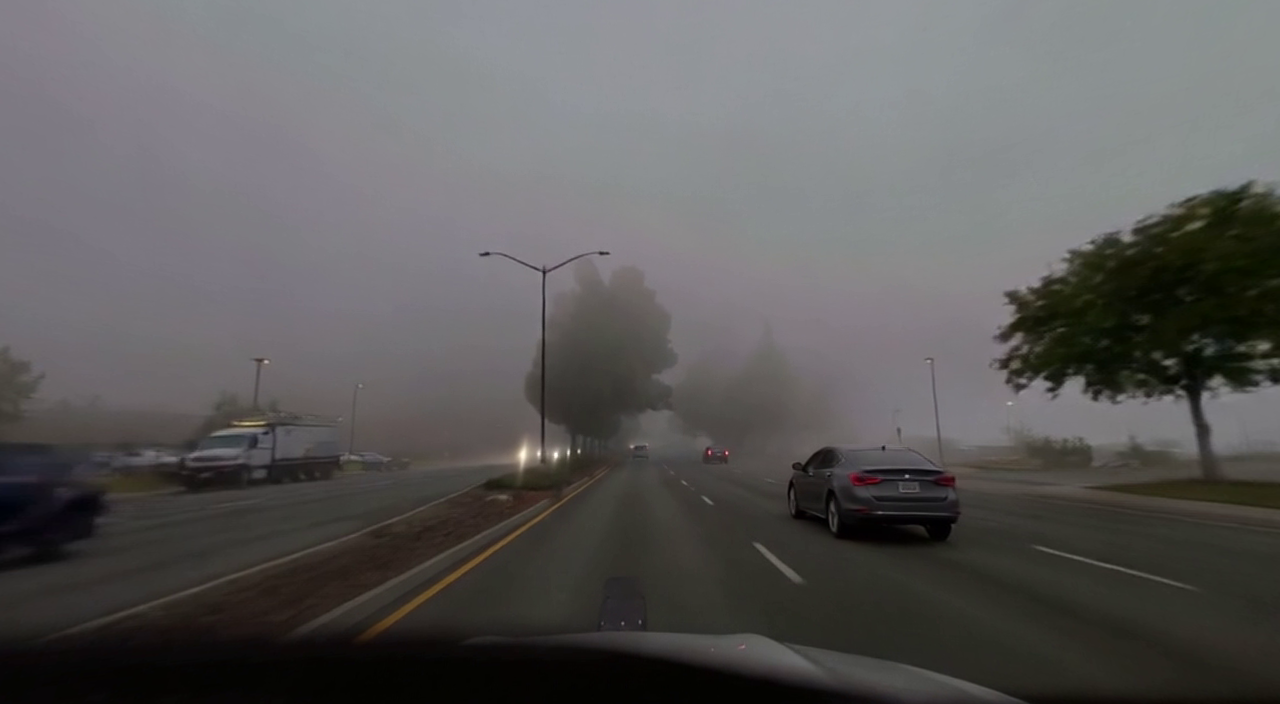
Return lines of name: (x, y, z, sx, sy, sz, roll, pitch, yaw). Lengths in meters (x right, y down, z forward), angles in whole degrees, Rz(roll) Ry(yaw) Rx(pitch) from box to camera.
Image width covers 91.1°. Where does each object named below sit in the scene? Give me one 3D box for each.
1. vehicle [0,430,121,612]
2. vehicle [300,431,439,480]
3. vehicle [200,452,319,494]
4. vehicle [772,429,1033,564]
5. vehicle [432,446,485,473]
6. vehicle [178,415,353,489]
vehicle: (-6.124, 1.212, 3.958, 1.923, 1.471, 4.646, 0, -9, -4)
vehicle: (-18.256, 7.197, 44.417, 2.964, 2.641, 15.868, -3, -8, 0)
vehicle: (-14.973, 4.755, 25.077, 1.859, 1.452, 4.608, 0, -9, 0)
vehicle: (3.435, 1.964, 9.340, 1.935, 1.501, 4.384, 0, -9, -1)
vehicle: (-11.854, 7.029, 41.303, 2.018, 1.639, 4.764, -1, -9, 1)
vehicle: (-18.233, 5.042, 31.758, 3.043, 2.916, 9.736, -4, -9, -1)
